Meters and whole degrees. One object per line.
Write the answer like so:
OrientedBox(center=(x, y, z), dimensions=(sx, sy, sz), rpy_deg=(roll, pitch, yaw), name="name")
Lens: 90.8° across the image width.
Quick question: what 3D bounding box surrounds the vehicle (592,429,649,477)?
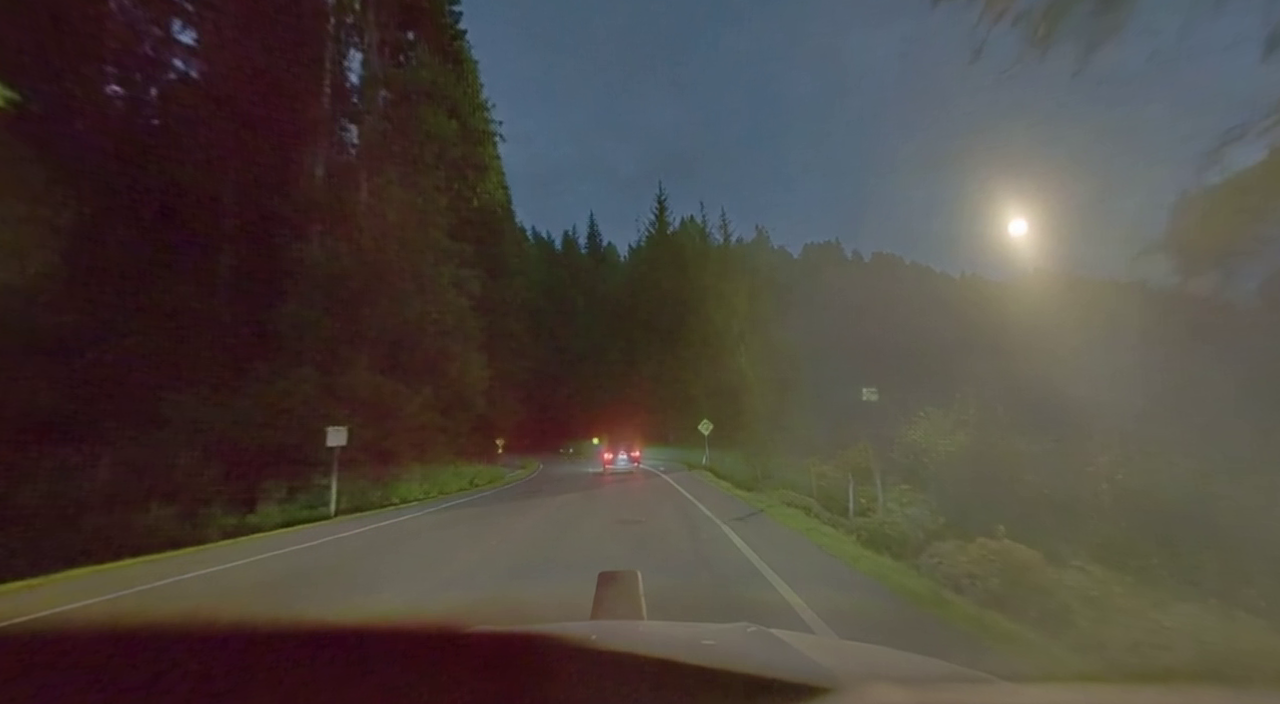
OrientedBox(center=(-1.020, 4.946, 31.061), dimensions=(2.469, 1.953, 5.605), rpy_deg=(-3, -8, -3), name="vehicle")
